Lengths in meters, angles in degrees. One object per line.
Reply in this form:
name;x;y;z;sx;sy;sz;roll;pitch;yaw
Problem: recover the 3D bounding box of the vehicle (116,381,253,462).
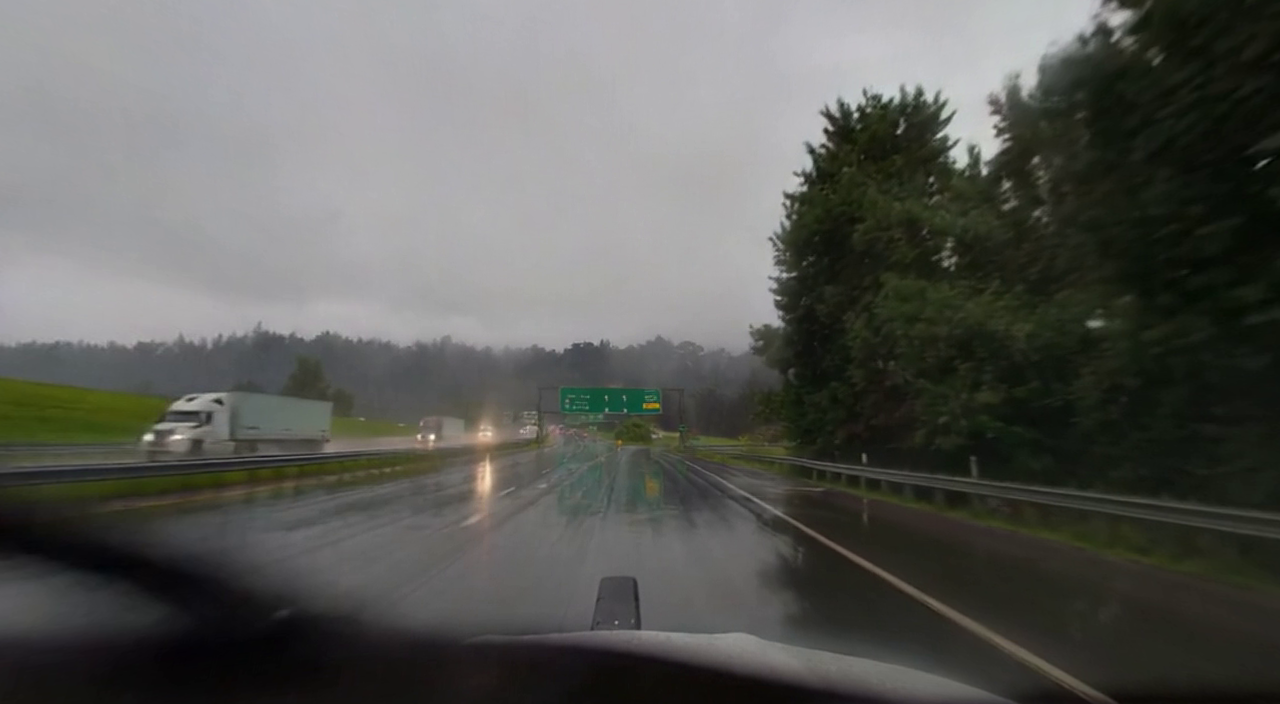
vehicle;-23.920;3.752;33.510;2.978;3.888;5.814;0;-8;-3
